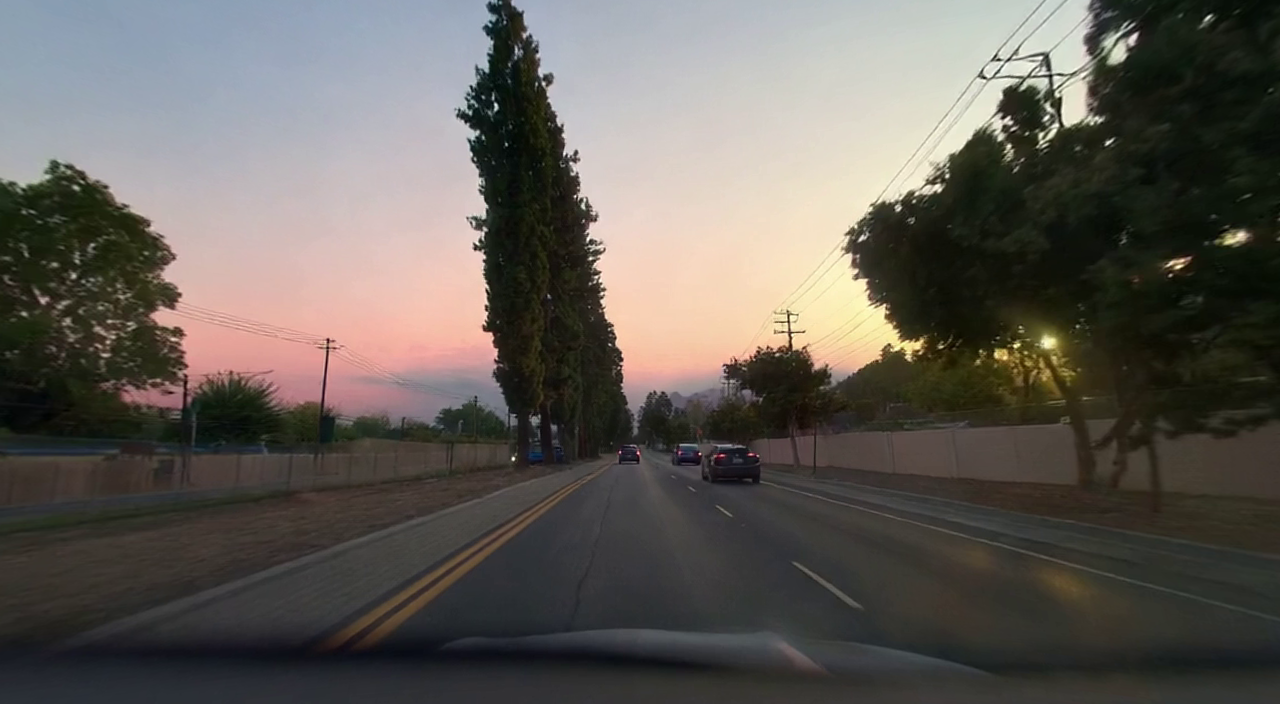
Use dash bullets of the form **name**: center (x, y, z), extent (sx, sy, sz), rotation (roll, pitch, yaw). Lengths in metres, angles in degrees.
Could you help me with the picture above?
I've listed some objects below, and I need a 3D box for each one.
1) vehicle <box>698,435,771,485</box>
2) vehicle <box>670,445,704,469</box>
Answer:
- **vehicle**: center (3.689, 4.335, 25.615), extent (2.112, 1.825, 4.574), rotation (0, -9, -2)
- **vehicle**: center (3.340, 7.503, 45.397), extent (2.012, 1.653, 4.115), rotation (0, -9, -1)
